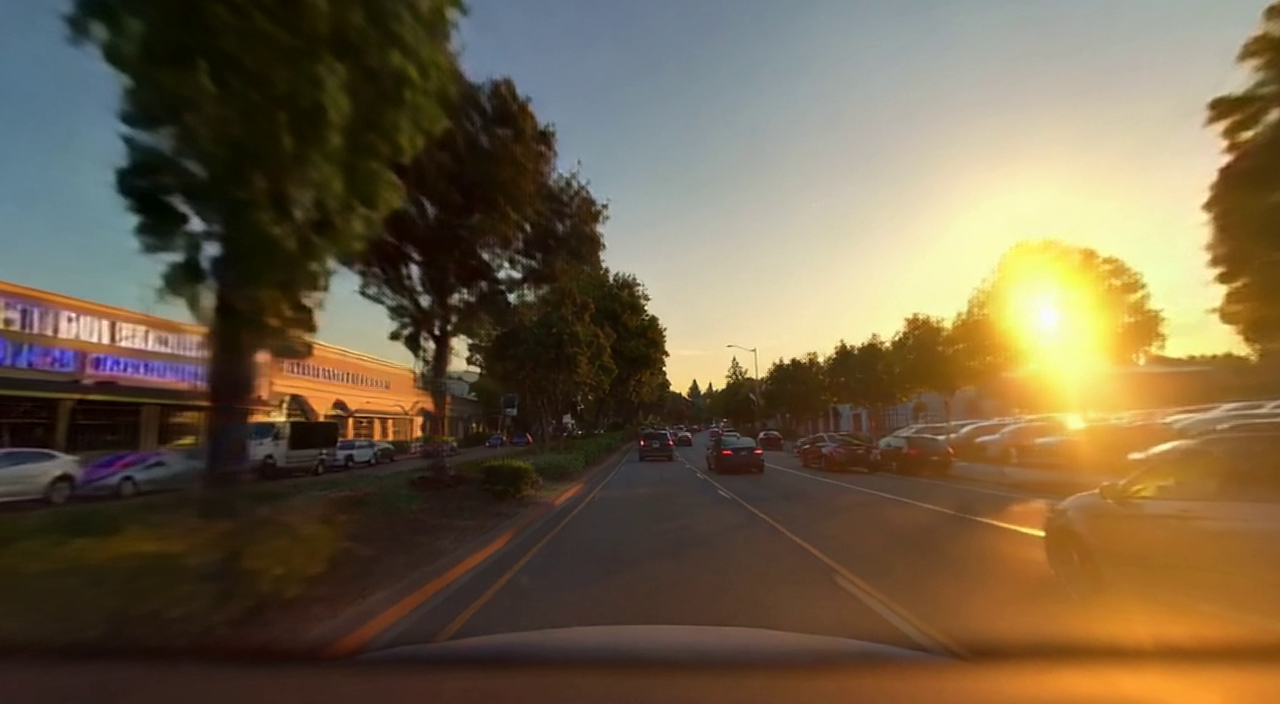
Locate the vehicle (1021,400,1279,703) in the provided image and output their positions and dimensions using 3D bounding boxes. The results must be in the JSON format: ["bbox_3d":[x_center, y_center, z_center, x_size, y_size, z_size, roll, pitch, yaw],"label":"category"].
[{"bbox_3d":[3.811,0.890,2.399,1.908,1.463,4.506,0,-8,1],"label":"vehicle"}]

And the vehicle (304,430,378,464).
[{"bbox_3d":[-18.295,5.880,38.797,1.948,1.965,5.421,0,-9,-1],"label":"vehicle"}]

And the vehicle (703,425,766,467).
[{"bbox_3d":[4.078,4.164,27.848,2.115,1.692,4.189,0,-8,0],"label":"vehicle"}]

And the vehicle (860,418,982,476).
[{"bbox_3d":[10.725,3.703,24.546,2.318,1.974,5.282,0,-8,0],"label":"vehicle"}]

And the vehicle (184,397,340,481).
[{"bbox_3d":[-18.302,4.350,31.181,2.811,3.604,7.566,-1,-8,1],"label":"vehicle"}]

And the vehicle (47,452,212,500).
[{"bbox_3d":[-18.625,4.504,23.325,1.883,1.488,5.224,0,-8,-2],"label":"vehicle"}]

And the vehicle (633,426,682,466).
[{"bbox_3d":[0.804,4.330,28.975,2.098,1.682,3.778,0,-8,1],"label":"vehicle"}]

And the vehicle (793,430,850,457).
[{"bbox_3d":[11.235,5.731,39.235,2.110,1.535,4.506,0,-8,-1],"label":"vehicle"}]
